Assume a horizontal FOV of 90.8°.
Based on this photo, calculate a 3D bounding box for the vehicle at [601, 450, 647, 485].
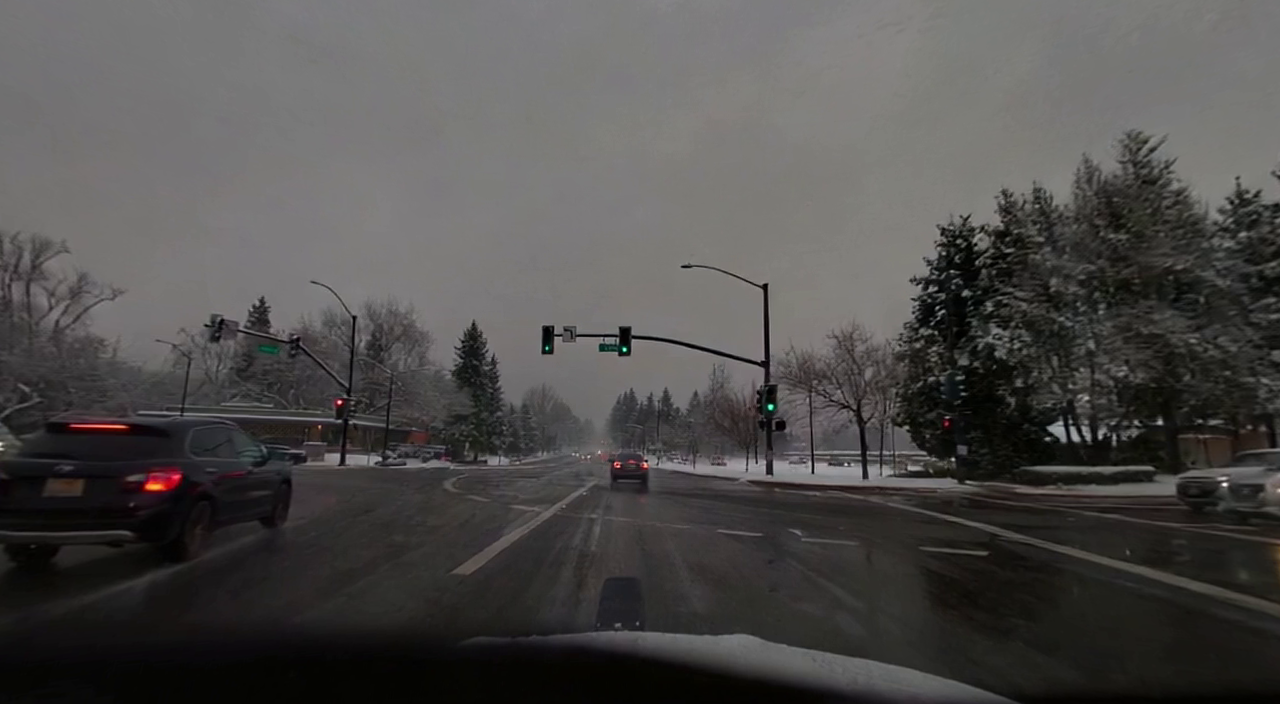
[{"bbox_3d":[-0.730,5.164,28.573,1.917,1.418,3.987,1,-8,-2],"label":"vehicle"}]

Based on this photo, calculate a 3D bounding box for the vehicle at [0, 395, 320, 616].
[{"bbox_3d":[-5.319,1.499,7.097,1.909,1.704,4.307,2,-9,-12],"label":"vehicle"}]
